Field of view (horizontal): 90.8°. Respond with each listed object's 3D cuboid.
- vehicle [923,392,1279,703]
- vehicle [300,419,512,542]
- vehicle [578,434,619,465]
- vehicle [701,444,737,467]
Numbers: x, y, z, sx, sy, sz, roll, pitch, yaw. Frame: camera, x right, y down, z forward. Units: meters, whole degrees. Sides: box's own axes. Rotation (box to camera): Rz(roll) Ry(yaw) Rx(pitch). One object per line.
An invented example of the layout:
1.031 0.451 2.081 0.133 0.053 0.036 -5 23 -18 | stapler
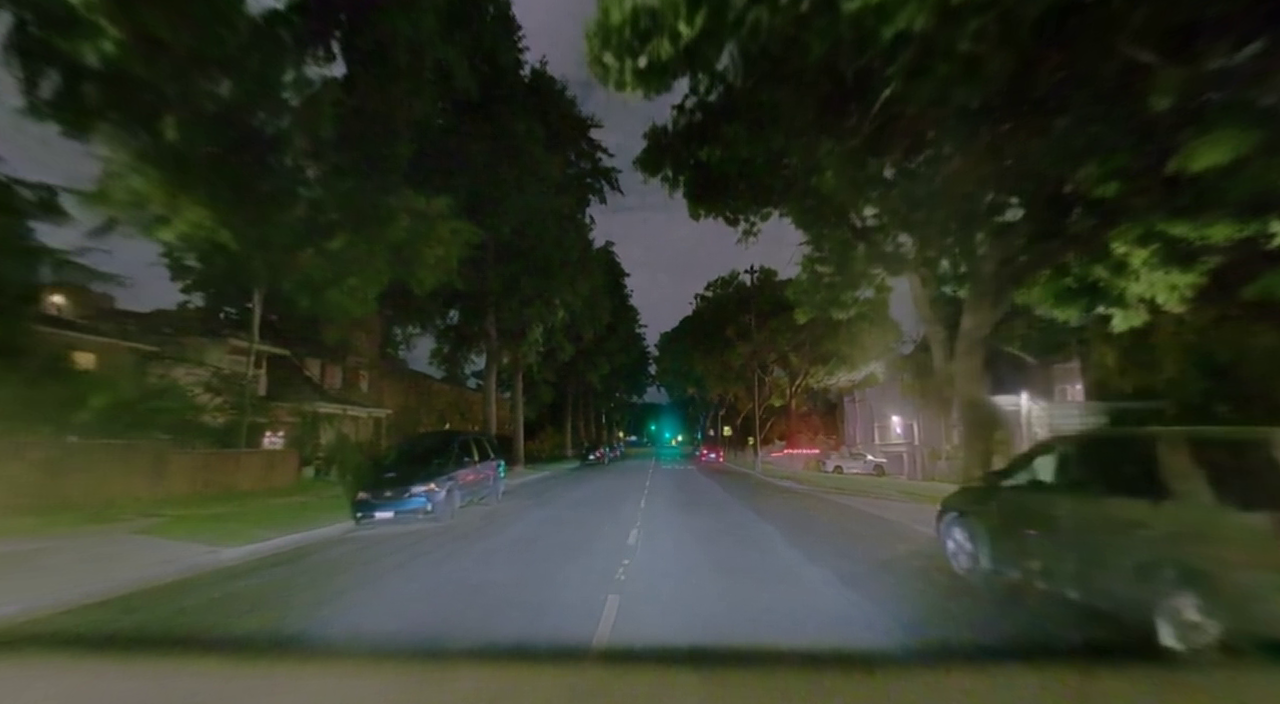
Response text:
4.015 1.255 4.407 2.115 1.673 4.236 0 -8 1 | vehicle
-4.090 2.282 12.060 2.093 1.810 4.555 -2 -8 3 | vehicle
-2.834 6.850 44.320 2.155 1.907 5.100 -4 -9 3 | vehicle
5.554 7.340 45.123 2.047 1.532 4.350 0 -8 0 | vehicle
